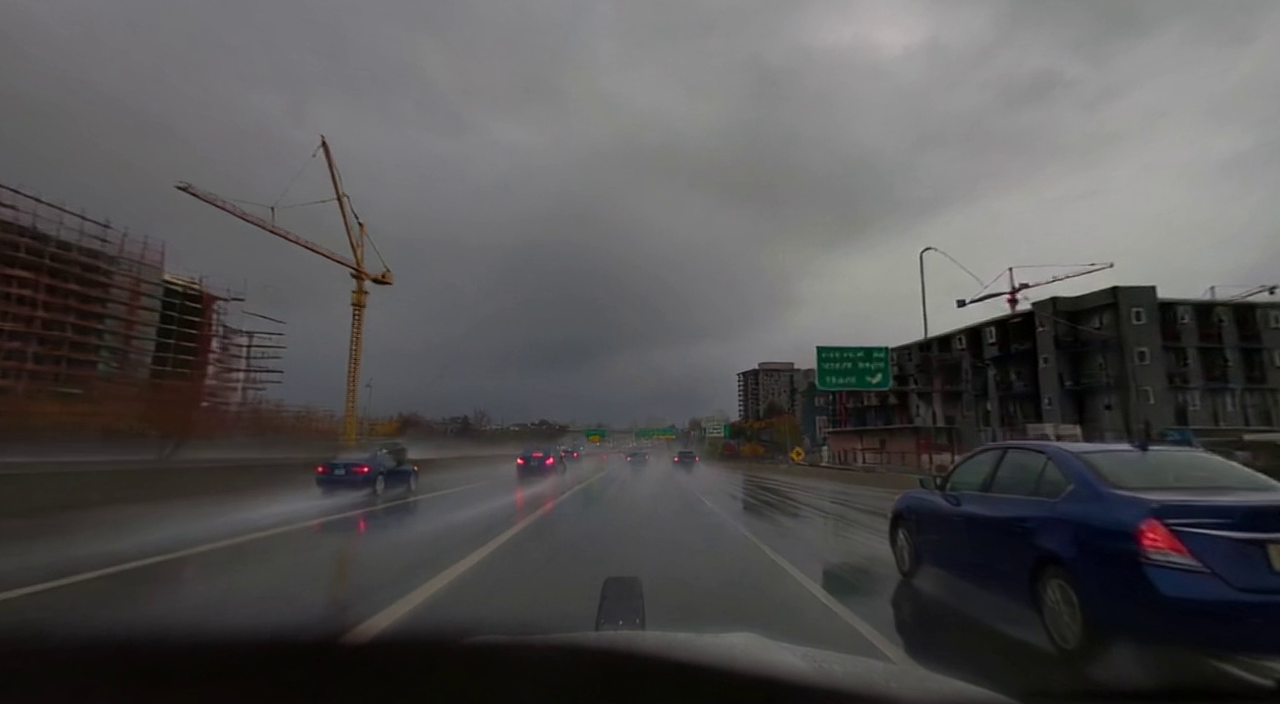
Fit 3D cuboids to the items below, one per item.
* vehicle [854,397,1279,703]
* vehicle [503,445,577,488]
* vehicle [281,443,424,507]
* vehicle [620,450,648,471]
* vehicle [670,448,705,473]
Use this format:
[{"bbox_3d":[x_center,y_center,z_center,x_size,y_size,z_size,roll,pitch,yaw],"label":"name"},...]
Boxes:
[{"bbox_3d":[3.269,1.209,4.281,1.995,1.486,4.463,0,-8,-1],"label":"vehicle"},{"bbox_3d":[-3.812,4.462,25.033,2.136,1.512,4.488,0,-8,1],"label":"vehicle"},{"bbox_3d":[-7.687,3.301,17.444,1.951,1.528,4.209,0,-8,0],"label":"vehicle"},{"bbox_3d":[-0.472,8.055,47.144,2.019,1.472,3.971,0,-8,-1],"label":"vehicle"},{"bbox_3d":[3.265,7.567,44.328,1.978,1.602,4.092,0,-8,-2],"label":"vehicle"}]
